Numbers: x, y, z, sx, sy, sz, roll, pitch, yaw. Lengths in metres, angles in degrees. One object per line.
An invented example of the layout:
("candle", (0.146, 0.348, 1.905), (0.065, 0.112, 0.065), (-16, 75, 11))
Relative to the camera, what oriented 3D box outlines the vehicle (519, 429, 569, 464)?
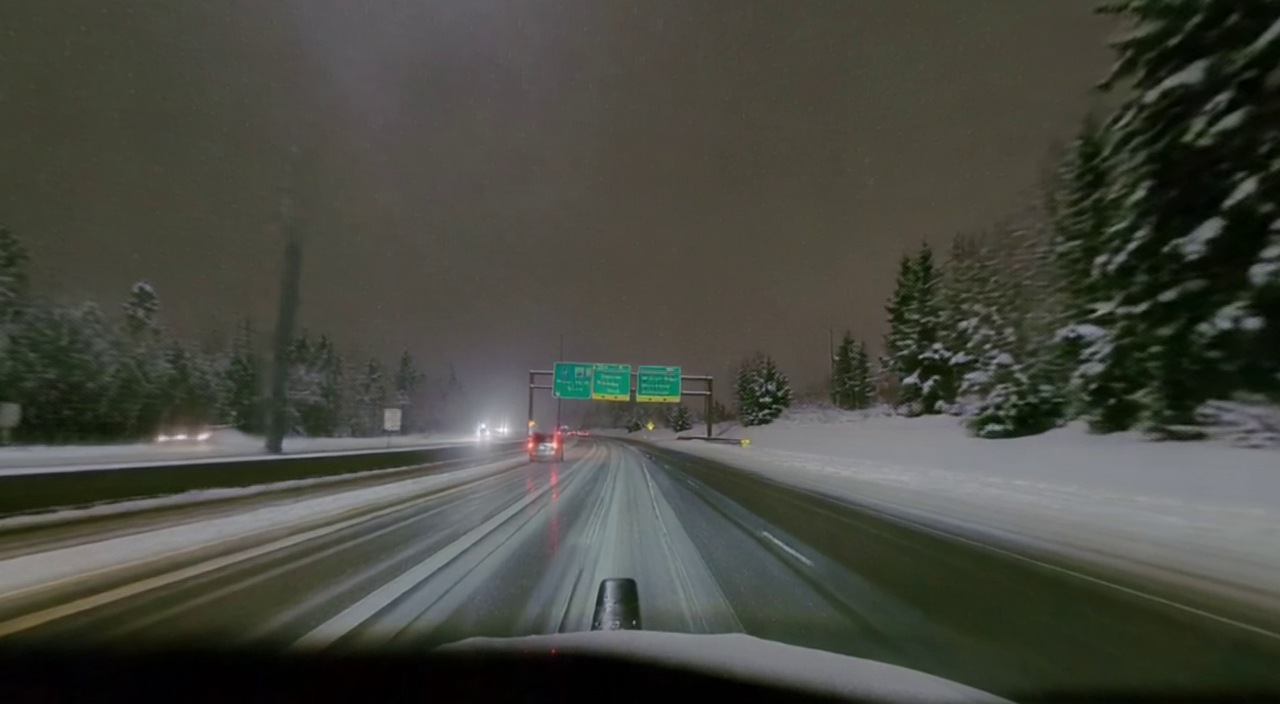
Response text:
("vehicle", (-4.578, 4.564, 30.456), (1.878, 1.548, 3.966), (0, -8, -1))
